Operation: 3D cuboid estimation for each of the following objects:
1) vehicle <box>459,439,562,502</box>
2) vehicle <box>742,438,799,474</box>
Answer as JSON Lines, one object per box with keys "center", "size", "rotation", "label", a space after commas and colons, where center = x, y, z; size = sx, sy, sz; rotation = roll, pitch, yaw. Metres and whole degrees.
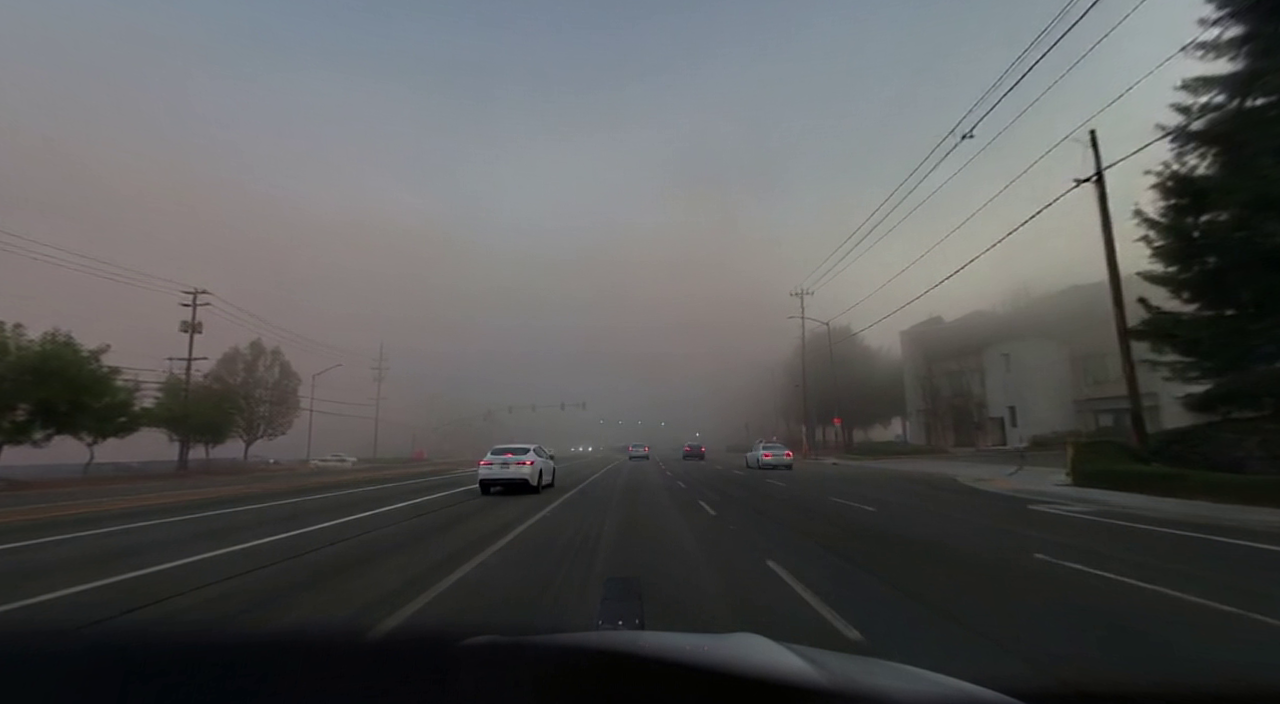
{"center": [-3.318, 3.116, 17.075], "size": [1.837, 1.463, 4.311], "rotation": [0, -8, 0], "label": "vehicle"}
{"center": [6.613, 5.303, 32.440], "size": [1.945, 1.706, 4.190], "rotation": [0, -8, -1], "label": "vehicle"}
